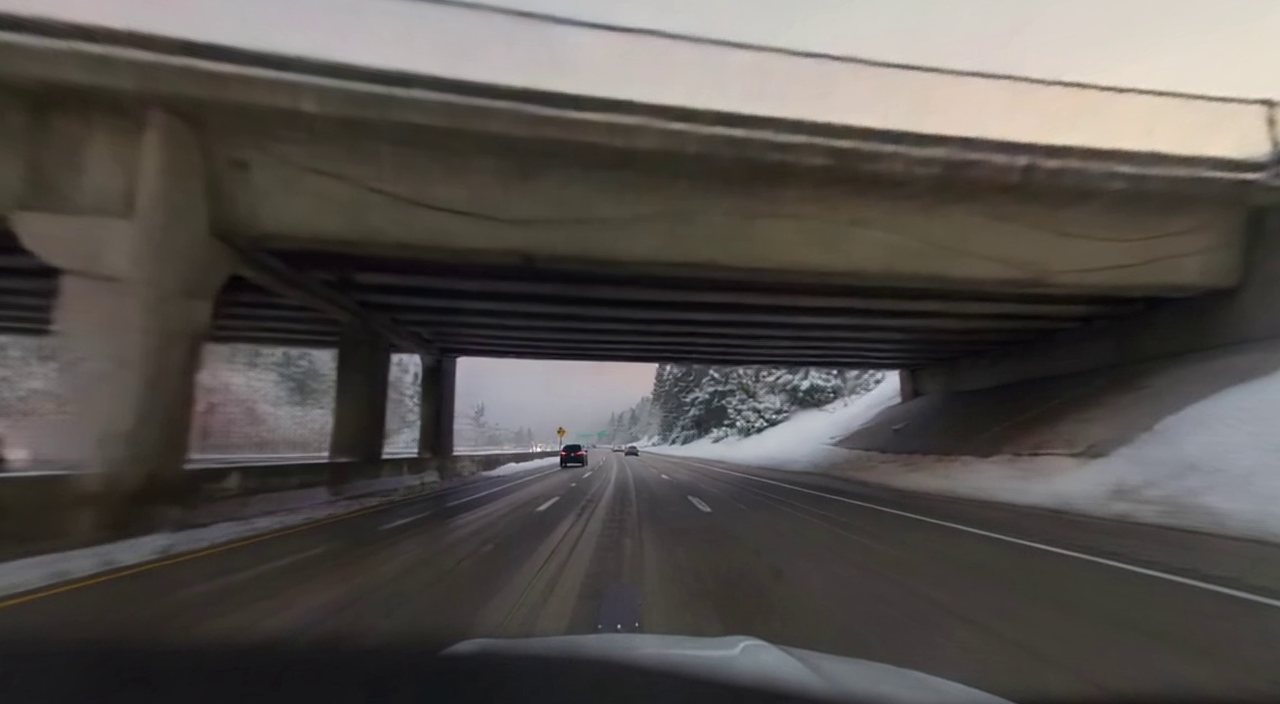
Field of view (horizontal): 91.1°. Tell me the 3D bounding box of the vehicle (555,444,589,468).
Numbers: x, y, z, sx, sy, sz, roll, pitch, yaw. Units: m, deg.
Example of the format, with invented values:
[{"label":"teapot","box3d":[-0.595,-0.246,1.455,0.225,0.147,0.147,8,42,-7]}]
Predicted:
[{"label":"vehicle","box3d":[-4.331,6.711,40.563,1.871,1.459,3.771,0,-9,-1]}]
